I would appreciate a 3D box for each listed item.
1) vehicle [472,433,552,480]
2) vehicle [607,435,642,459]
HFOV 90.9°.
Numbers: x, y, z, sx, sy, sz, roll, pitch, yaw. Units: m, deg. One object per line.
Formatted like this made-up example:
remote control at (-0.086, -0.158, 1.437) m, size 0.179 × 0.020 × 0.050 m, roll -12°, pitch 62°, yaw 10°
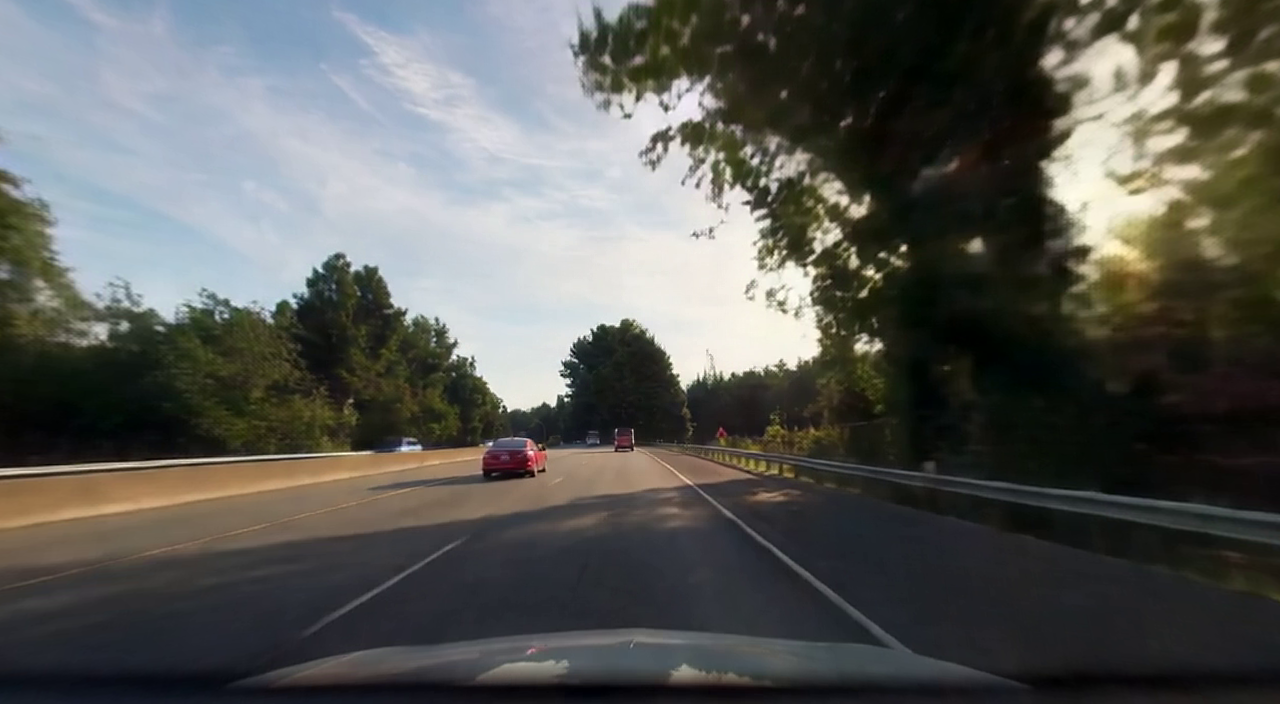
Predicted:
vehicle at (-4.274, 3.534, 21.650) m, size 1.907 × 1.445 × 4.049 m, roll 0°, pitch -8°, yaw 0°
vehicle at (-0.972, 6.154, 41.098) m, size 2.162 × 1.460 × 4.242 m, roll 0°, pitch -8°, yaw 0°
